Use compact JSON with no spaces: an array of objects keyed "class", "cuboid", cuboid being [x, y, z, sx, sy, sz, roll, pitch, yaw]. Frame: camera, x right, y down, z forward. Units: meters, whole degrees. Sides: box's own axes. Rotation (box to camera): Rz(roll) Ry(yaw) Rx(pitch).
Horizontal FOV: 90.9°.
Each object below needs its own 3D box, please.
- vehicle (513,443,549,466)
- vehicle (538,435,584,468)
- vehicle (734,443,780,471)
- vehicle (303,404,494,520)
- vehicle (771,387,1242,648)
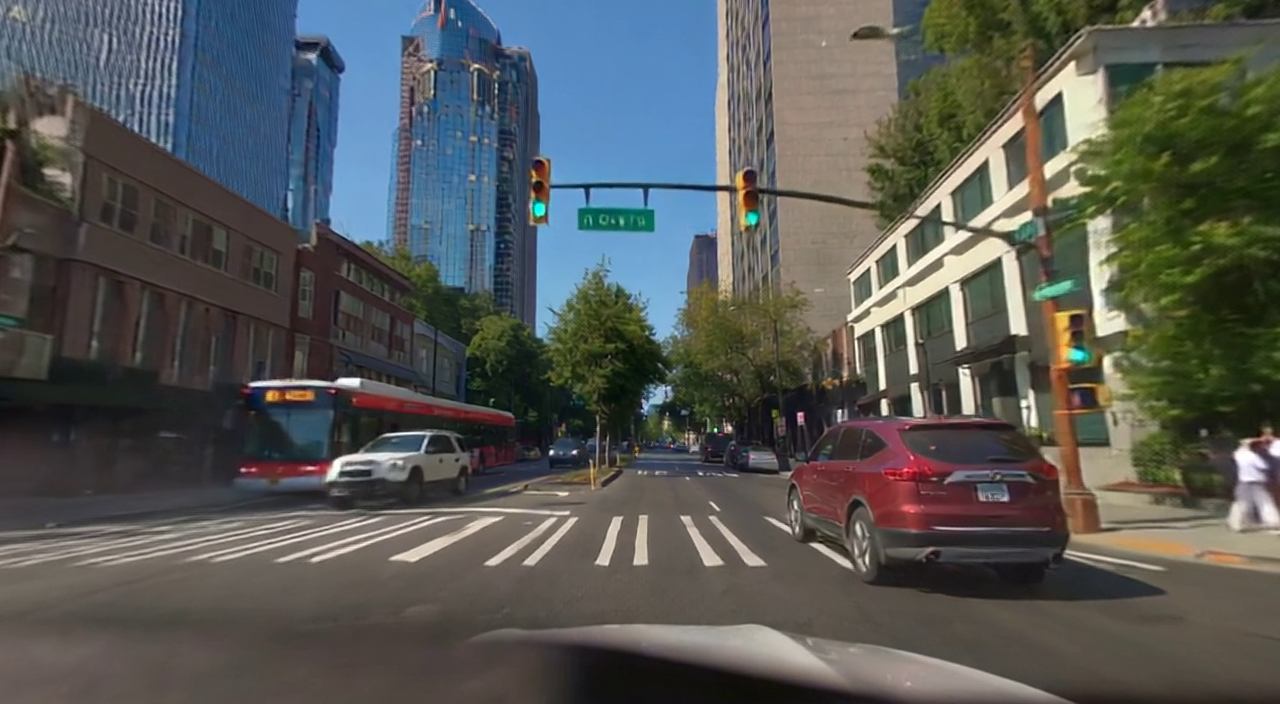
[{"class":"vehicle","cuboid":[-8.105,7.608,47.044,1.750,1.607,4.241,0,-8,2]},{"class":"vehicle","cuboid":[-4.766,6.058,38.661,2.030,1.881,4.994,0,-8,1]},{"class":"vehicle","cuboid":[7.012,6.340,38.335,1.962,1.617,4.325,0,-8,0]},{"class":"vehicle","cuboid":[-5.258,2.489,14.791,2.304,2.208,5.200,0,-8,1]},{"class":"vehicle","cuboid":[3.188,1.573,7.282,2.118,1.848,5.426,0,-8,-1]}]
